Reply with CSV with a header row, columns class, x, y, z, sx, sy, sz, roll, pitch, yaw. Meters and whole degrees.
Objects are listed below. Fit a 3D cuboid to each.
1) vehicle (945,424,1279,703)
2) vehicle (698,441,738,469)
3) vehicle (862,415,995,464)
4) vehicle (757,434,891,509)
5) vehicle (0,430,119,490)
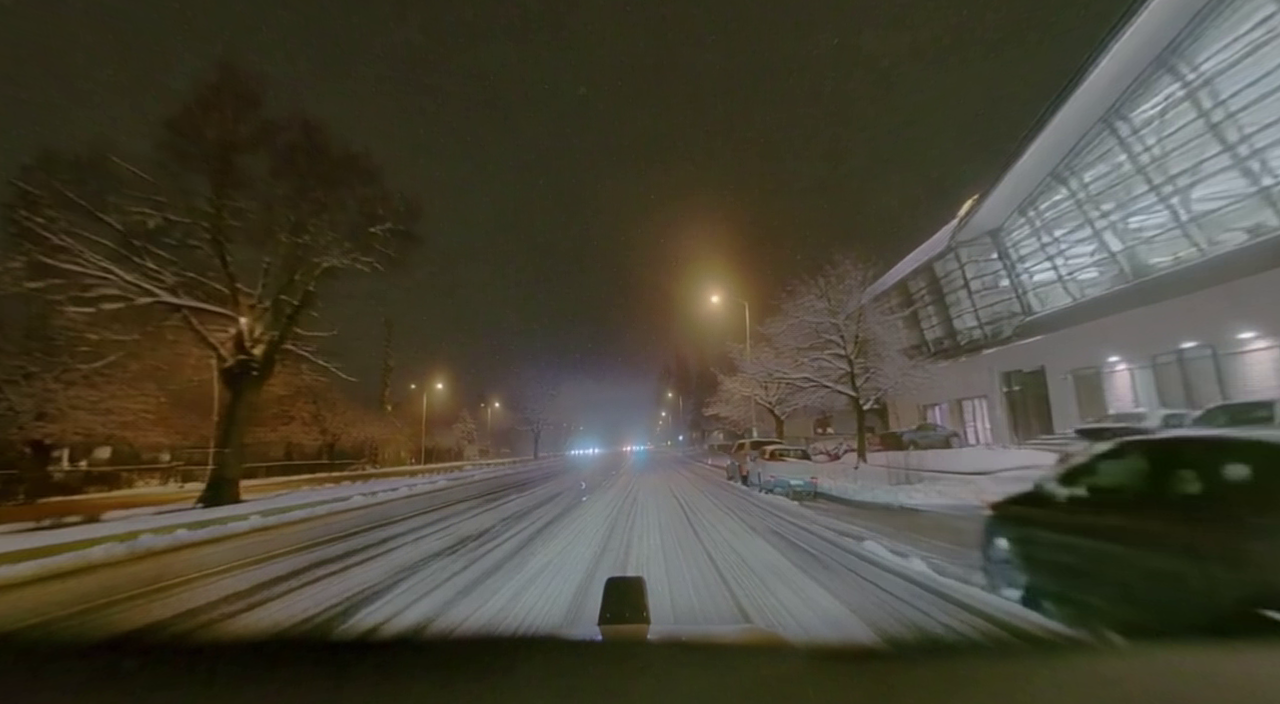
class,x,y,z,sx,sy,sz,roll,pitch,yaw
vehicle,4.024,1.202,3.855,2.026,1.447,4.721,0,-8,1
vehicle,4.748,6.329,39.004,1.906,1.620,4.837,0,-8,0
vehicle,11.952,3.652,26.355,4.433,1.621,1.995,-4,-8,1
vehicle,4.406,2.930,16.074,1.962,1.590,5.179,0,-8,1
vehicle,-36.129,6.546,38.635,2.736,3.317,6.453,0,-8,0
